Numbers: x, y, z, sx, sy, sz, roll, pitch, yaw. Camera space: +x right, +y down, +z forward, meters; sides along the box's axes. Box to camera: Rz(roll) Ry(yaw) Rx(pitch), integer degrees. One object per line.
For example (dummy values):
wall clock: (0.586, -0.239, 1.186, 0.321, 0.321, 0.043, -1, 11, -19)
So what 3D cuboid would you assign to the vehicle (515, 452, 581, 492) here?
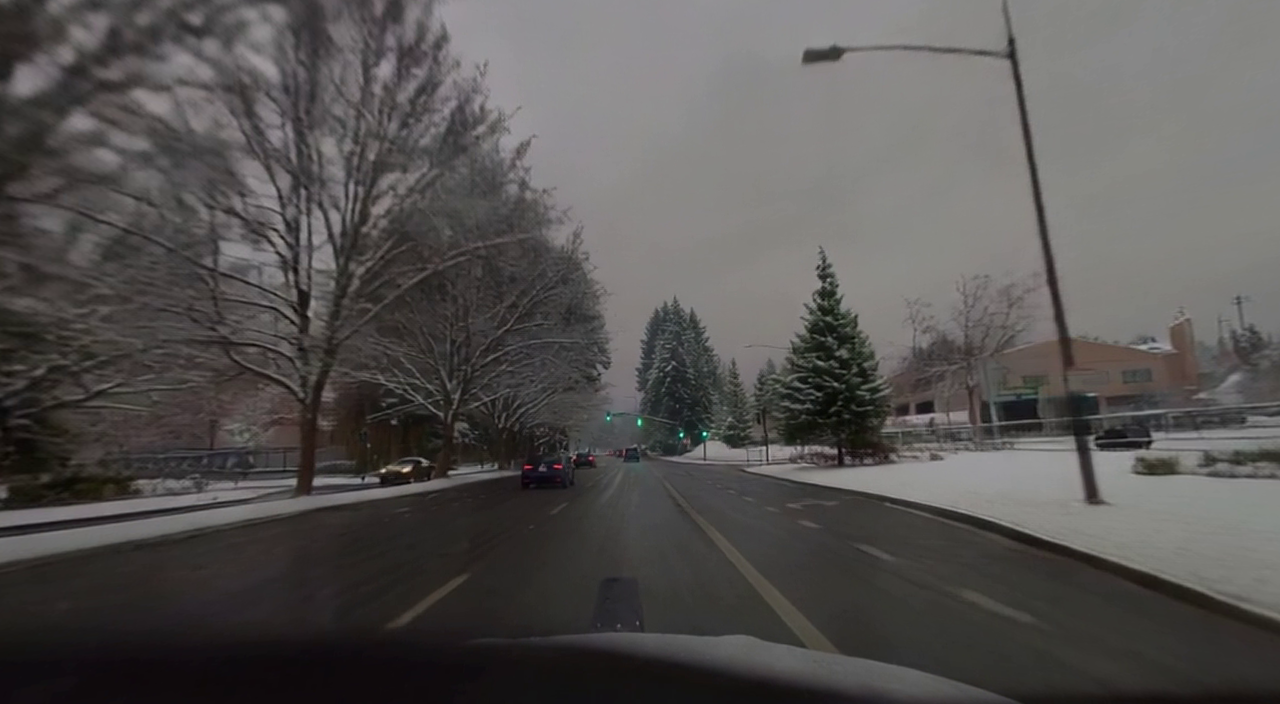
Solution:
vehicle: (-3.577, 4.717, 25.218, 1.932, 1.431, 4.144, -1, -9, 1)

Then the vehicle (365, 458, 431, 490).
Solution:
vehicle: (-14.585, 7.354, 38.445, 2.070, 1.782, 4.735, -1, -9, 1)
